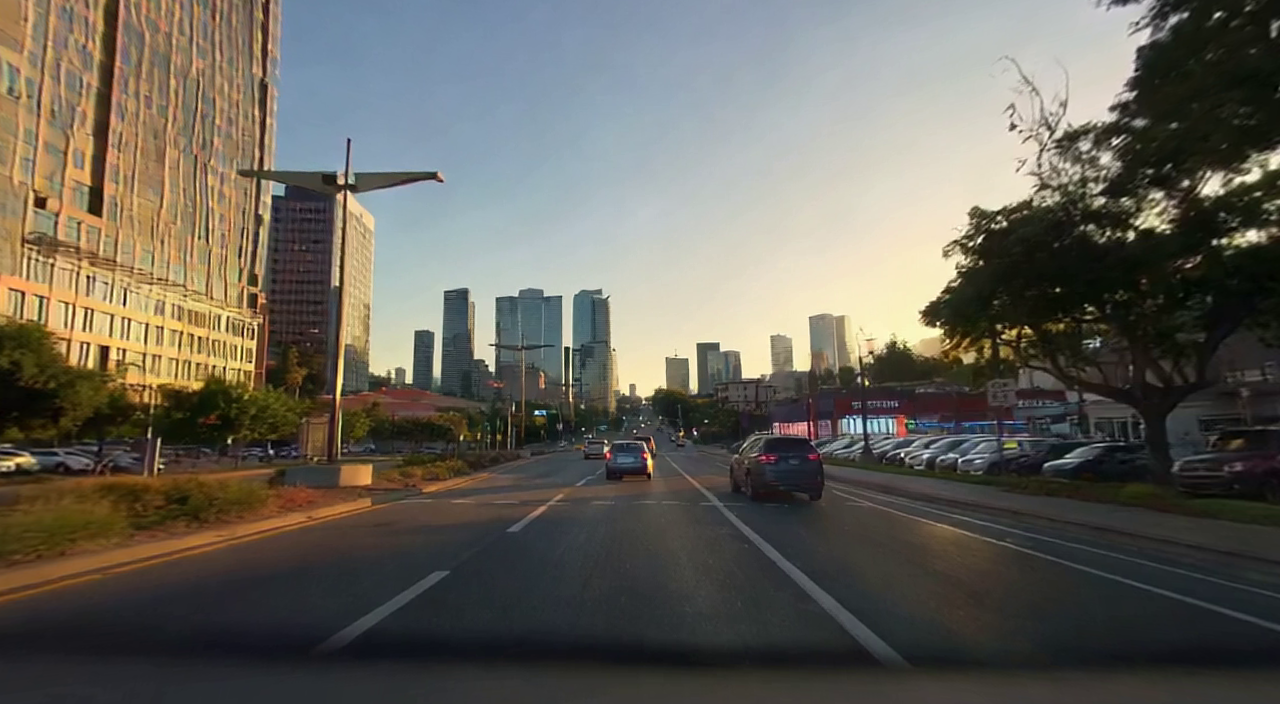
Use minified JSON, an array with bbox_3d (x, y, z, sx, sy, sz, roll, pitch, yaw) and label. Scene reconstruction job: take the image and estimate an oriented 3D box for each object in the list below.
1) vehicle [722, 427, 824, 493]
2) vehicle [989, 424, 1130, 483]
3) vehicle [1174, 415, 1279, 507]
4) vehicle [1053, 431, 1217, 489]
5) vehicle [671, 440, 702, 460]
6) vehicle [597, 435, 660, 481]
[{"bbox_3d":[3.747,3.110,18.525,2.007,1.683,4.171,0,-8,-1],"label":"vehicle"},{"bbox_3d":[13.921,3.331,20.884,4.367,1.748,2.007,5,-10,-30],"label":"vehicle"},{"bbox_3d":[12.747,2.024,11.725,1.871,1.691,4.306,-1,-8,2],"label":"vehicle"},{"bbox_3d":[14.114,3.019,17.976,4.076,1.478,2.023,4,-9,-27],"label":"vehicle"},{"bbox_3d":[3.559,7.564,48.827,2.012,1.462,4.400,0,-8,0],"label":"vehicle"},{"bbox_3d":[-0.387,3.779,22.681,2.059,1.477,3.988,0,-8,0],"label":"vehicle"}]
